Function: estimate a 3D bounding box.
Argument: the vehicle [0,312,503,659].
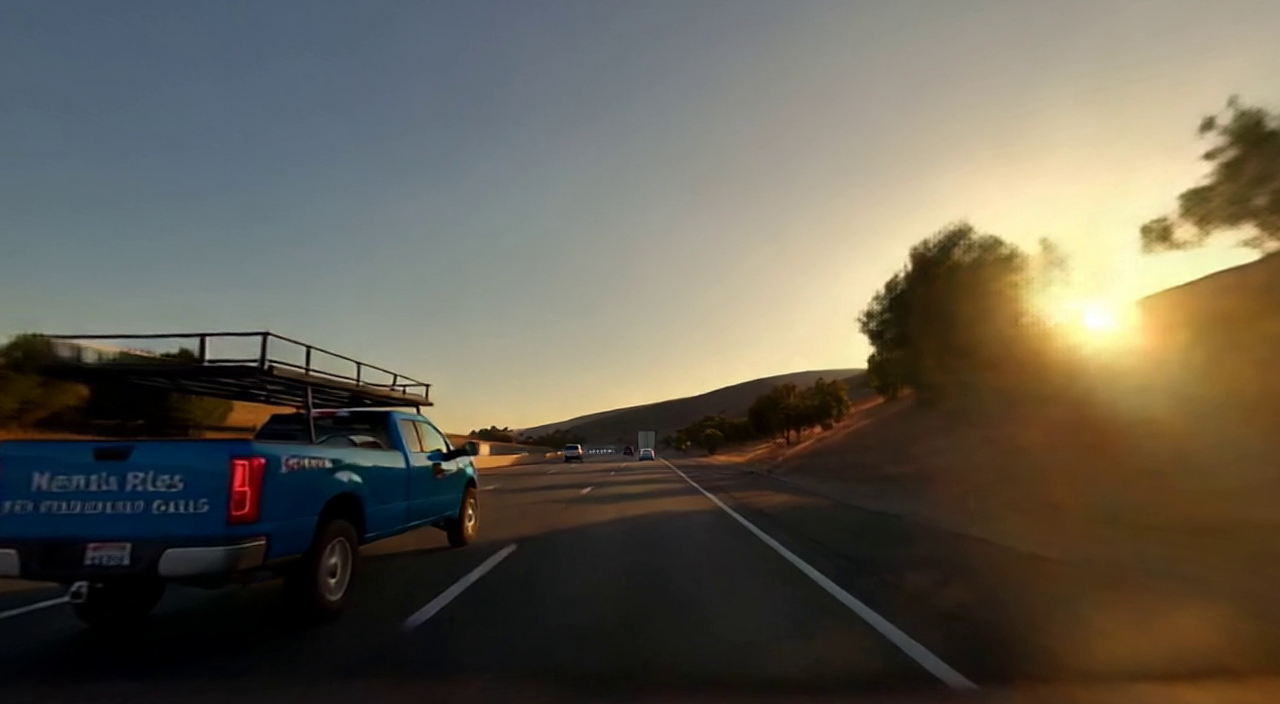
[{"bbox_3d":[-3.835,1.360,7.658,2.791,2.330,6.725,0,-8,0],"label":"vehicle"}]
